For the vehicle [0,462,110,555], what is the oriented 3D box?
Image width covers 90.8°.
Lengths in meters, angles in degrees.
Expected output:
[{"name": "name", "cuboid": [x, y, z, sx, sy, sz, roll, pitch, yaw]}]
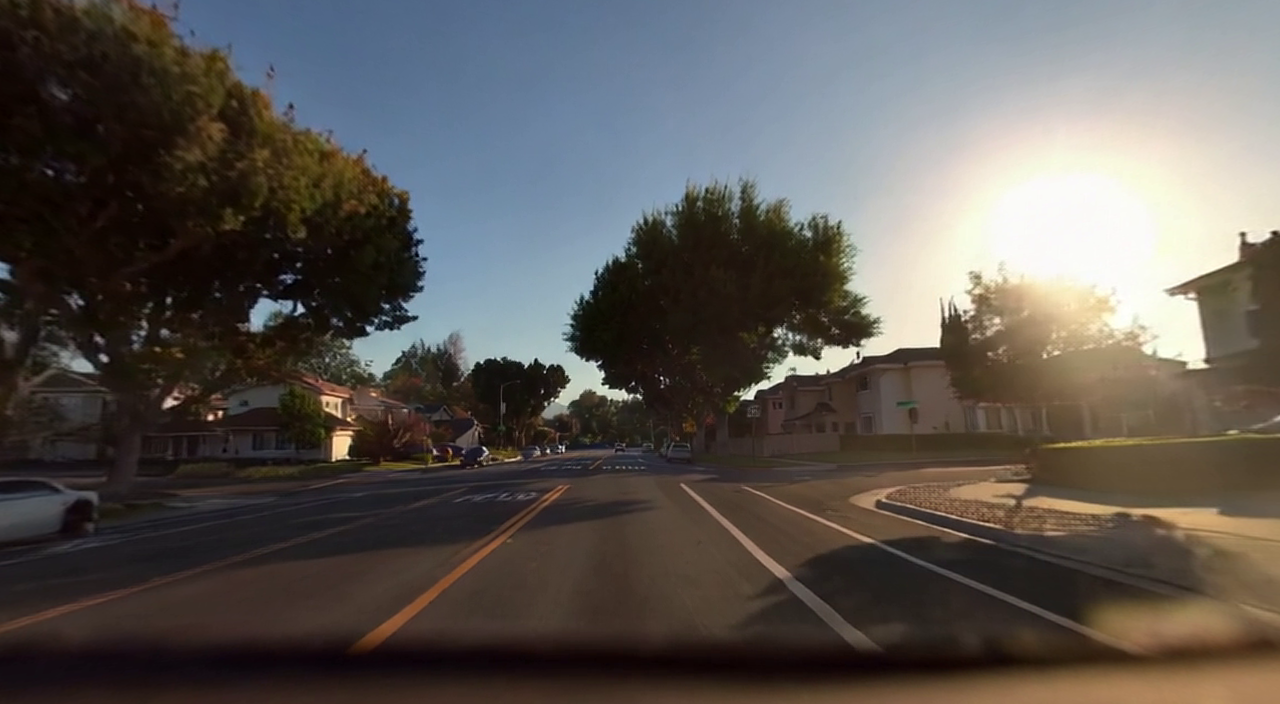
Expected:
[{"name": "vehicle", "cuboid": [-11.558, 2.656, 10.511, 1.870, 1.451, 4.140, -1, -8, 0]}]

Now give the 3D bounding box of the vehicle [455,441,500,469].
[{"name": "vehicle", "cuboid": [-12.548, 7.999, 49.269, 2.199, 1.988, 5.454, 0, -9, -2]}]
